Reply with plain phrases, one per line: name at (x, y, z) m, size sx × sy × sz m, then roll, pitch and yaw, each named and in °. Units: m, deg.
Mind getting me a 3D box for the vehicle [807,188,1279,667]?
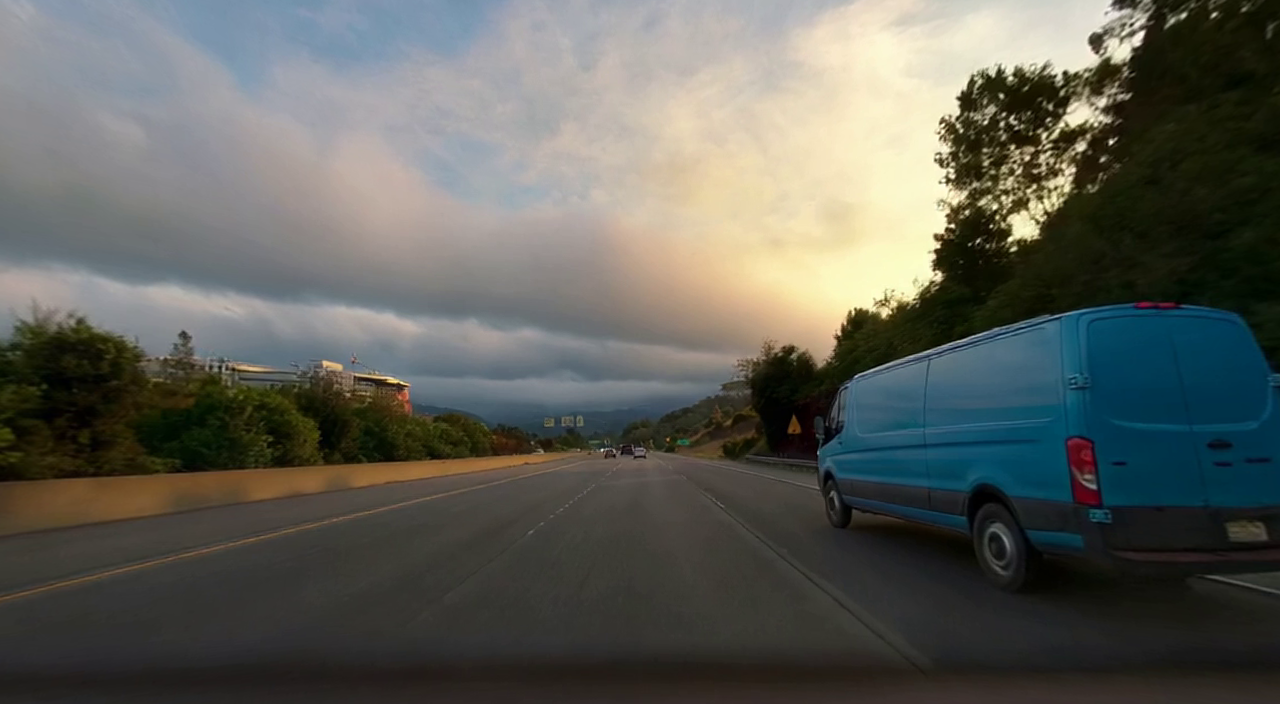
vehicle at (4.103, 0.898, 7.095) m, size 2.527 × 2.809 × 6.831 m, roll 0°, pitch -9°, yaw 0°
